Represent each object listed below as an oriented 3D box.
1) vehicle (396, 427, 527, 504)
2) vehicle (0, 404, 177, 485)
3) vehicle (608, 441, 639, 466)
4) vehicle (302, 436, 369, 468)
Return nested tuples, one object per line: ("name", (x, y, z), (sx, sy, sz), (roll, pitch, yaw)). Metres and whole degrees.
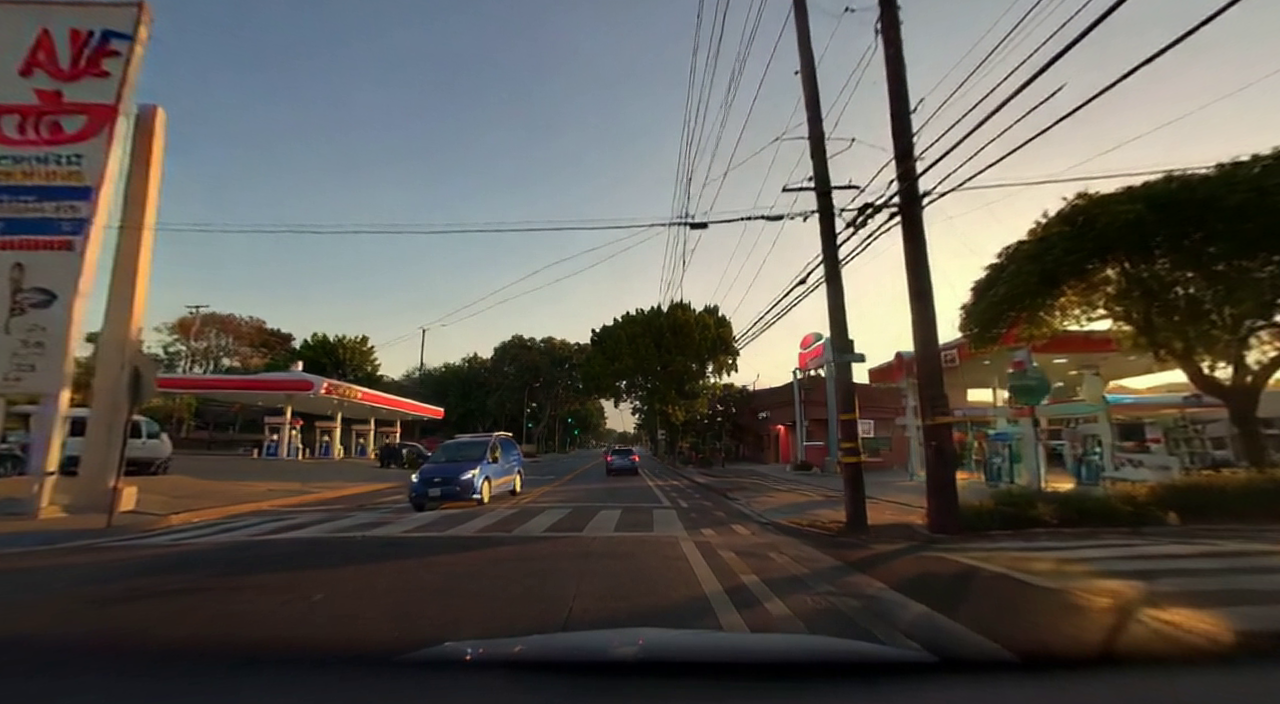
("vehicle", (-4.717, 3.074, 17.619), (2.274, 1.844, 4.843), (0, -8, -1))
("vehicle", (-18.027, 2.997, 20.560), (2.499, 2.309, 4.613), (1, -8, -3))
("vehicle", (-1.207, 7.042, 44.104), (2.000, 1.663, 4.271), (1, -8, -3))
("vehicle", (-18.075, 5.946, 37.734), (1.890, 1.761, 4.578), (1, -8, -4))
